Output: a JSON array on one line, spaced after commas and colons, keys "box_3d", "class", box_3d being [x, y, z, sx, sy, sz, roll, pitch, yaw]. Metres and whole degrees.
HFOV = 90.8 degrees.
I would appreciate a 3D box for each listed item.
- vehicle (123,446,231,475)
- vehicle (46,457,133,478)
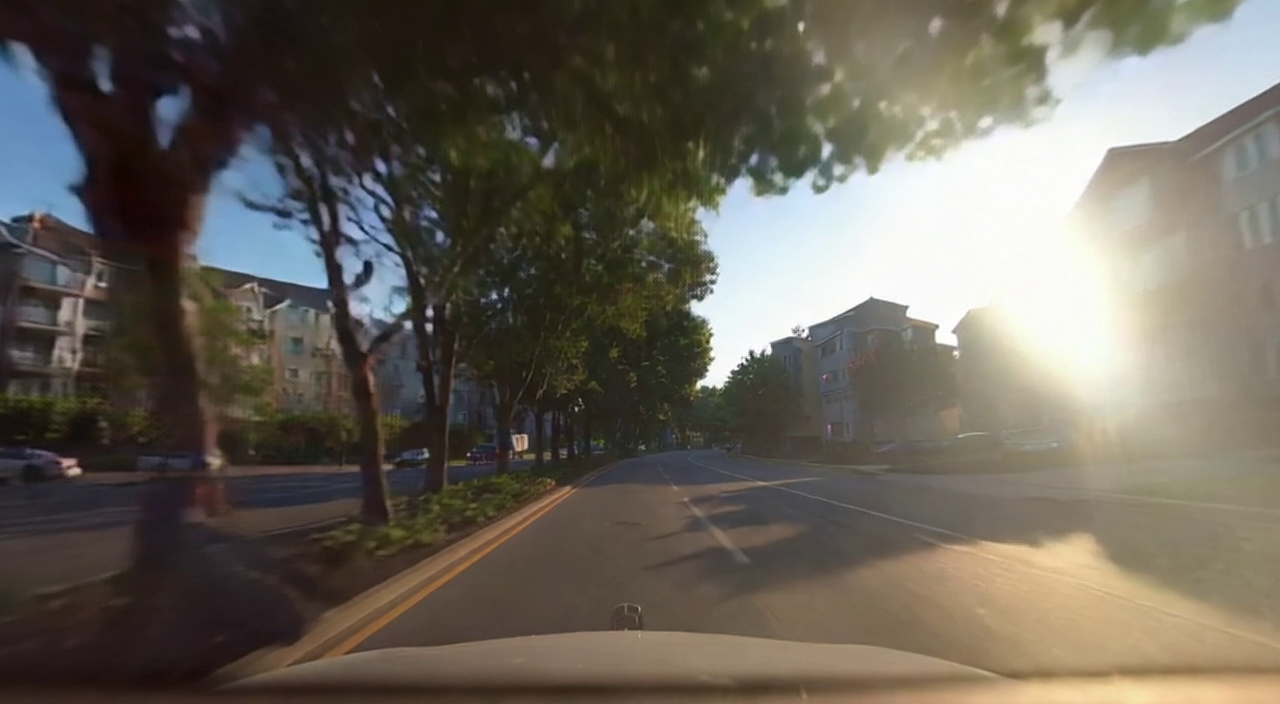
[{"box_3d": [-33.024, 7.731, 45.199, 5.722, 2.038, 2.444, 0, -9, 0], "class": "vehicle"}, {"box_3d": [-39.299, 8.255, 45.198, 4.461, 1.410, 1.789, 0, -8, -1], "class": "vehicle"}]
